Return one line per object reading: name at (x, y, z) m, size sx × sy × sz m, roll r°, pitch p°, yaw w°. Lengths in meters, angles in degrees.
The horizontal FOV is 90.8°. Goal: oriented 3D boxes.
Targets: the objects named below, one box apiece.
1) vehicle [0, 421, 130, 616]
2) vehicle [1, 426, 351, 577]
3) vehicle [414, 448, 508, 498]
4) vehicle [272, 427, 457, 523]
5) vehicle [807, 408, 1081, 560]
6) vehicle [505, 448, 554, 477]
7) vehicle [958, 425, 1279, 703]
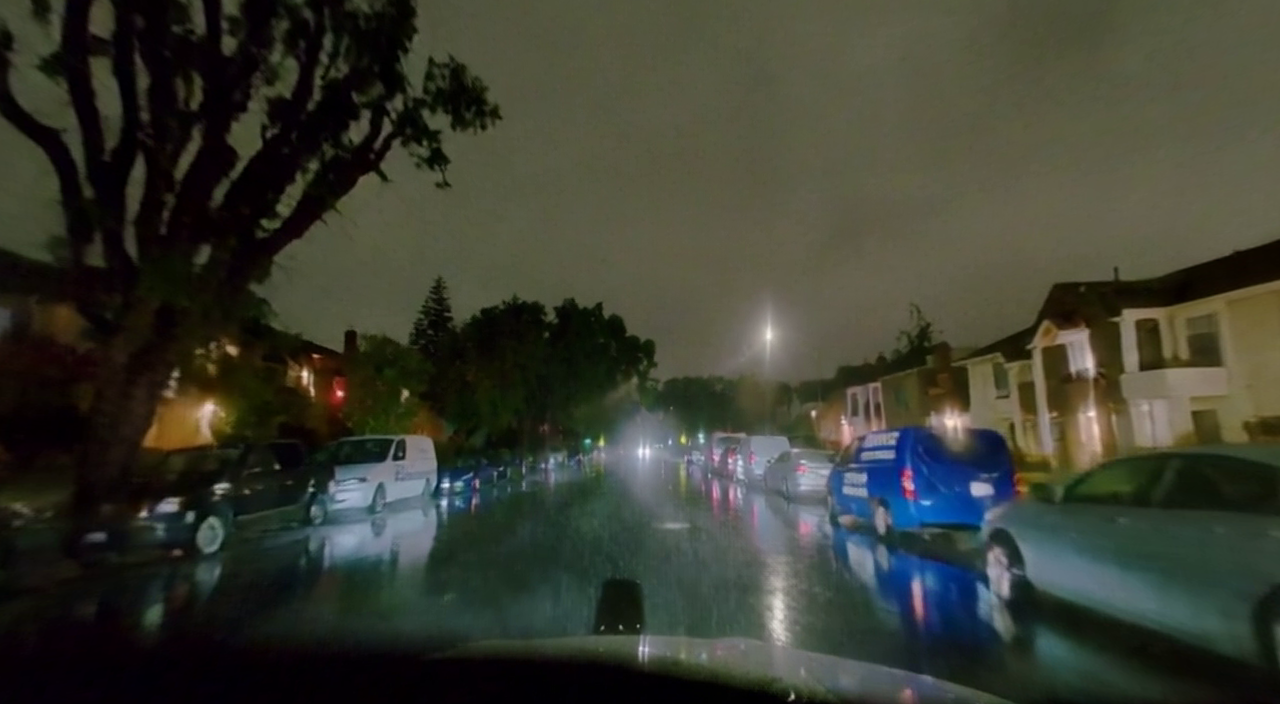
vehicle at (-7.056, 1.323, 4.280) m, size 1.965 × 1.797 × 6.086 m, roll -3°, pitch -10°, yaw 2°
vehicle at (-7.056, 2.290, 10.624) m, size 1.891 × 1.780 × 5.240 m, roll -3°, pitch -9°, yaw 1°
vehicle at (-6.312, 4.287, 22.865) m, size 1.840 × 1.476 × 4.739 m, roll -2°, pitch -8°, yaw 3°
vehicle at (-6.760, 3.057, 16.491) m, size 2.085 × 1.997 × 5.755 m, roll -2°, pitch -8°, yaw 2°
vehicle at (4.369, 1.990, 10.311) m, size 1.985 × 1.819 × 5.163 m, roll 0°, pitch -9°, yaw 1°
vehicle at (-6.282, 6.333, 36.514) m, size 1.869 × 1.467 × 4.921 m, roll -1°, pitch -9°, yaw 1°
vehicle at (4.241, 1.236, 4.060) m, size 1.845 × 1.475 × 4.997 m, roll 0°, pitch -9°, yaw 1°
